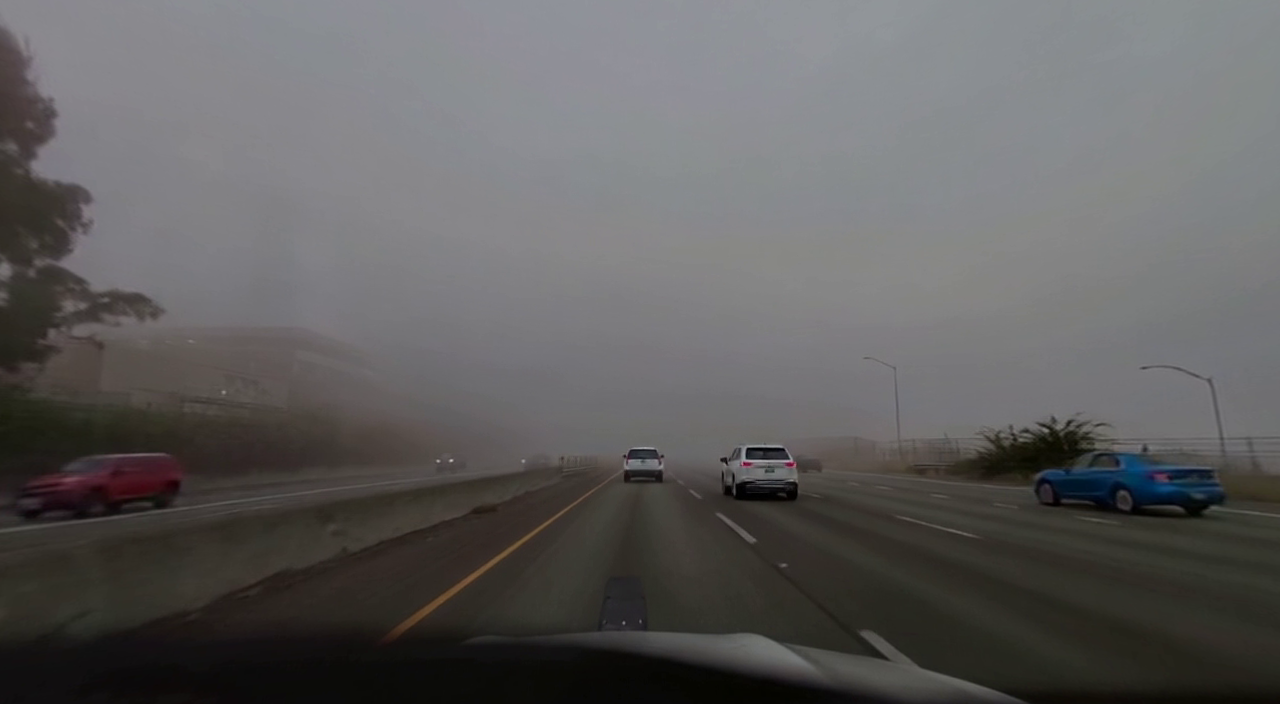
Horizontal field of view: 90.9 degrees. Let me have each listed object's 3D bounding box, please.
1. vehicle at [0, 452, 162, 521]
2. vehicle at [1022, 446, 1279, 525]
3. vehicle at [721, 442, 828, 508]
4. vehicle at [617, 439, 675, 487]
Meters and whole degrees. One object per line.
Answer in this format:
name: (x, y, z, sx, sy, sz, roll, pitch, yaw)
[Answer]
vehicle: (-17.885, 4.000, 19.490, 2.003, 1.754, 5.307, 0, -8, 1)
vehicle: (10.984, 2.843, 14.131, 2.027, 1.446, 4.470, 0, -8, 0)
vehicle: (3.562, 3.315, 17.523, 2.042, 1.592, 4.047, 0, -8, -1)
vehicle: (0.256, 4.757, 27.367, 2.290, 1.862, 4.454, 0, -8, 1)
